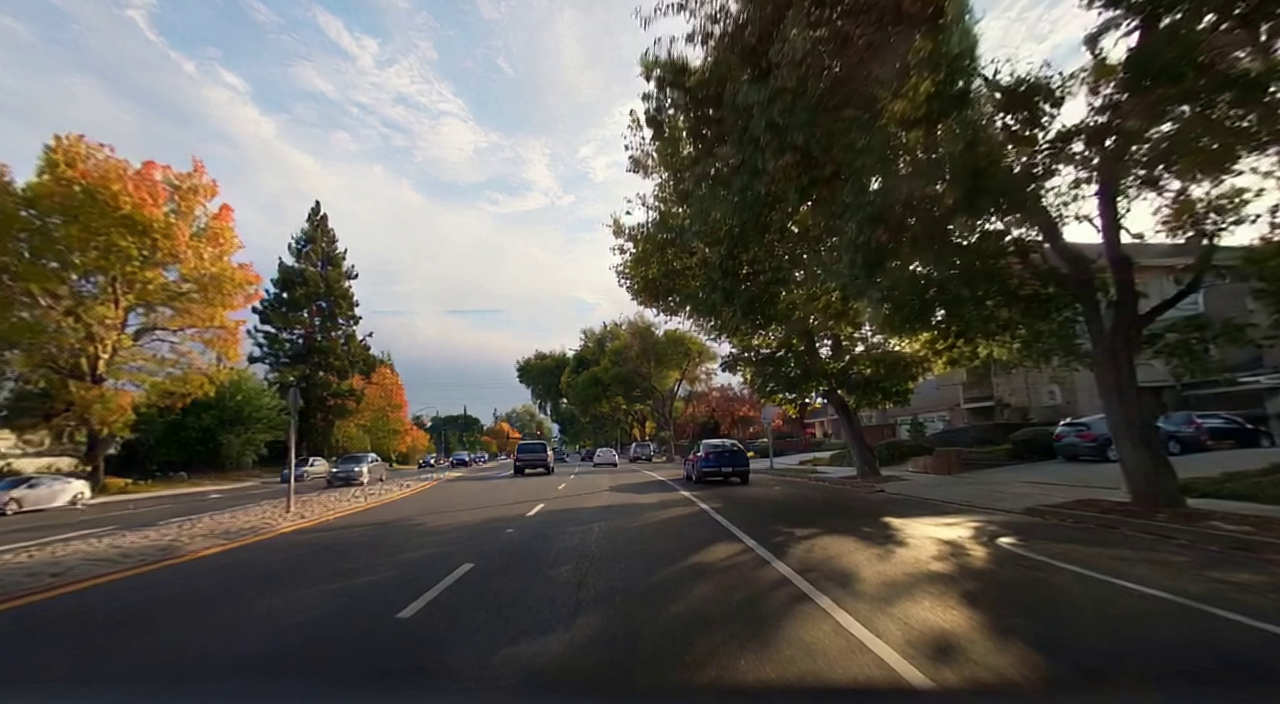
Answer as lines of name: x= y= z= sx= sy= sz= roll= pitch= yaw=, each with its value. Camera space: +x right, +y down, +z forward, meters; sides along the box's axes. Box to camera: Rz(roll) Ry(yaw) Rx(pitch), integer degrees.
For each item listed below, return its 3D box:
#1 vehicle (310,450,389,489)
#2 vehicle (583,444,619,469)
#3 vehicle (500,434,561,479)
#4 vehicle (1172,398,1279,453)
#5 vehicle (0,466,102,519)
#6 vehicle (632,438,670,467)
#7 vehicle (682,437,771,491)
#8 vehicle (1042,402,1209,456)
vehicle: x=-13.484 y=5.438 z=29.617 sx=1.867 sy=1.609 sz=4.175 roll=0 pitch=-8 yaw=-3
vehicle: x=-2.459 y=6.441 z=39.150 sx=2.030 sy=1.477 sz=4.330 roll=1 pitch=-8 yaw=-6
vehicle: x=-4.793 y=4.641 z=28.307 sx=2.218 sy=1.829 sz=4.492 roll=0 pitch=-8 yaw=-4
vehicle: x=23.678 y=2.834 z=24.651 sx=4.182 sy=1.698 sz=1.893 roll=-4 pitch=-12 yaw=-9
vehicle: x=-20.604 y=4.571 z=20.760 sx=1.846 sy=1.487 sz=4.601 roll=0 pitch=-8 yaw=-2
vehicle: x=0.698 y=6.962 z=43.903 sx=2.099 sy=1.845 sz=4.363 roll=1 pitch=-8 yaw=-7
vehicle: x=2.523 y=3.405 z=19.545 sx=1.884 sy=1.463 sz=4.195 roll=0 pitch=-8 yaw=-4
vehicle: x=18.299 y=2.949 z=23.911 sx=4.960 sy=1.906 sz=2.014 roll=1 pitch=-8 yaw=-10
